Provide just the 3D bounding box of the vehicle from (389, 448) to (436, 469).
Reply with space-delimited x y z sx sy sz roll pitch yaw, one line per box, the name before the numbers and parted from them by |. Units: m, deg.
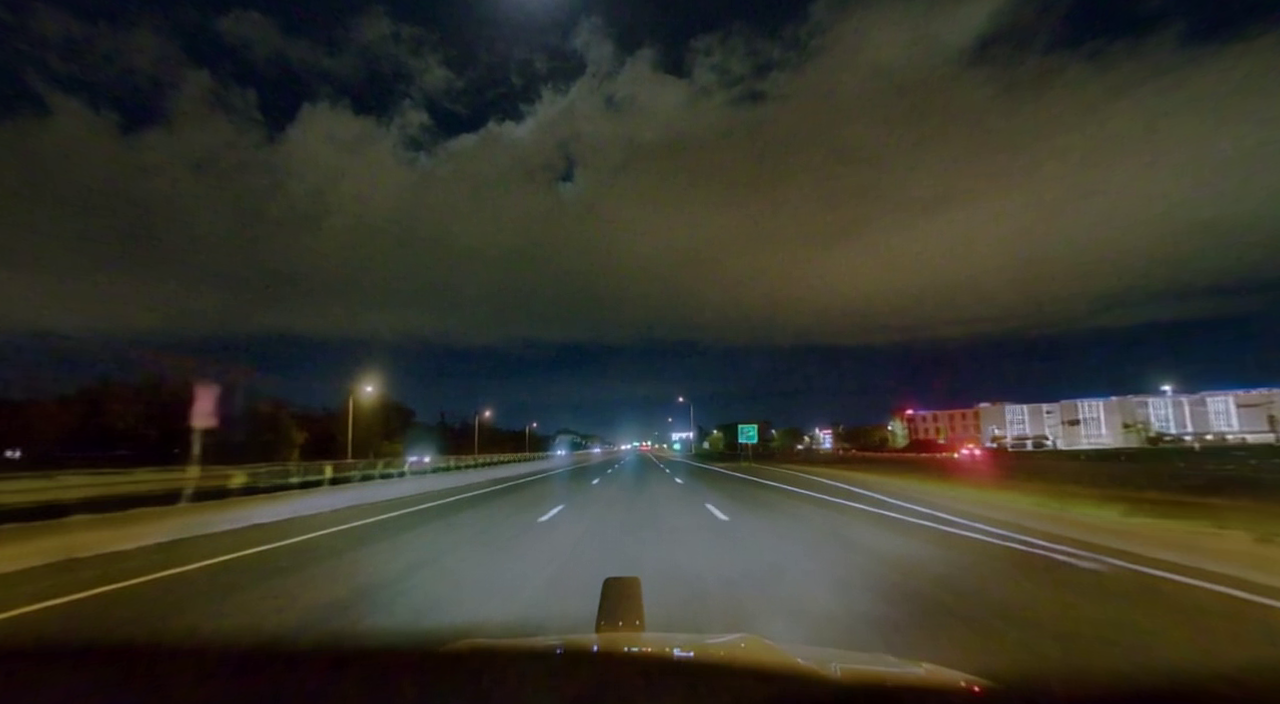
vehicle | -17.443 8.146 48.394 1.862 1.505 4.368 0 -9 2
